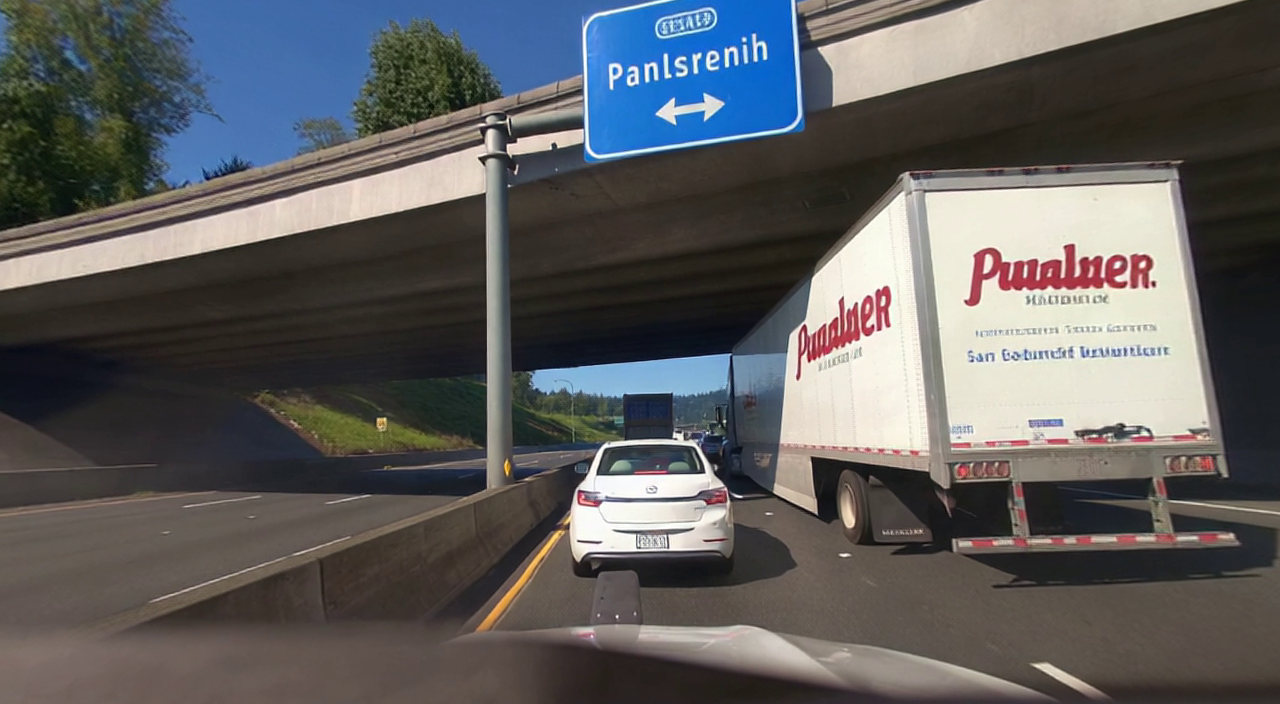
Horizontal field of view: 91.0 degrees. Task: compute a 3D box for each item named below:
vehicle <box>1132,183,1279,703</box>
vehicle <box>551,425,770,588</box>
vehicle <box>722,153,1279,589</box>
[{"bbox_3d":[4.730,0.101,0.631,2.892,2.615,6.650,0,-8,-2],"label":"vehicle"},{"bbox_3d":[0.177,1.703,7.757,2.045,1.490,3.597,-1,-8,0],"label":"vehicle"},{"bbox_3d":[4.202,1.072,12.965,2.827,4.081,14.305,0,-8,-1],"label":"vehicle"}]
